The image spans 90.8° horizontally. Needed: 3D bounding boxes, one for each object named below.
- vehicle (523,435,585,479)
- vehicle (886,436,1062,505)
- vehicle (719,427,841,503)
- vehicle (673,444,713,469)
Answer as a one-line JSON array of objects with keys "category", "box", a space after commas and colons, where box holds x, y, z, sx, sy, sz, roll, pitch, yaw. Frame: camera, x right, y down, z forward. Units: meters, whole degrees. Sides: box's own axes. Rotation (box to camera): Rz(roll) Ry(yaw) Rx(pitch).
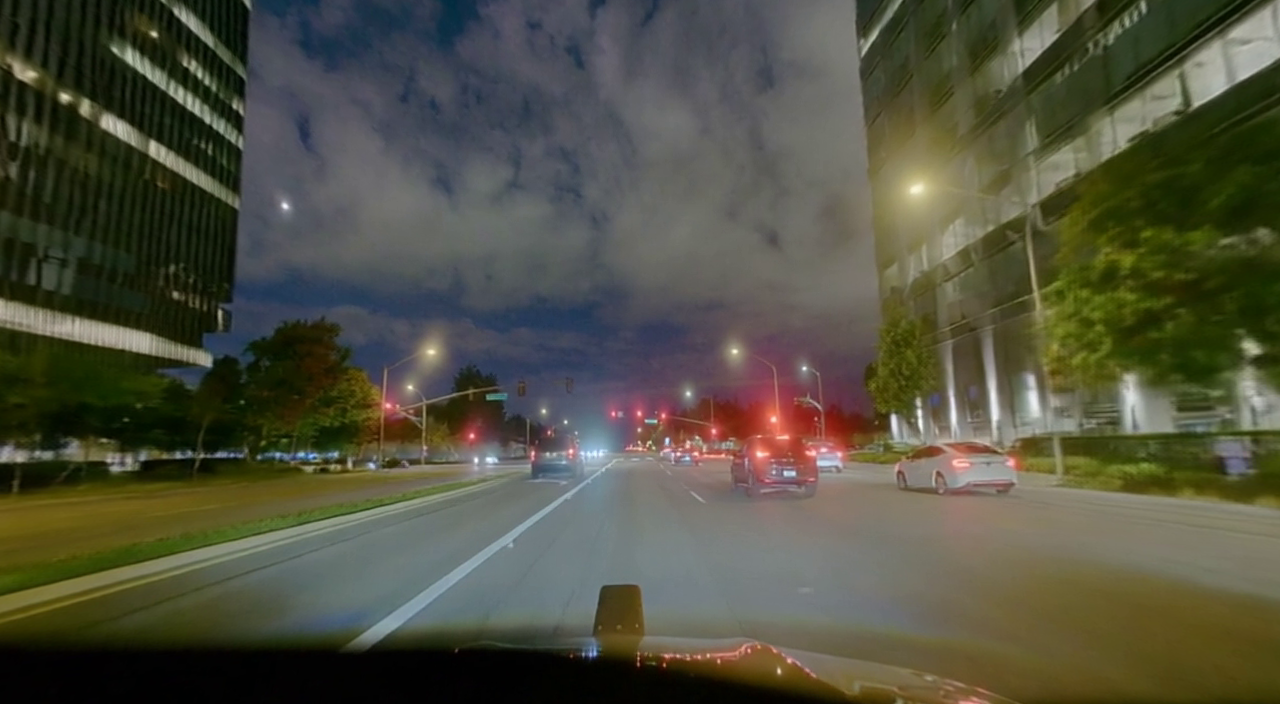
[{"category": "vehicle", "box": [-3.755, 4.678, 28.356, 2.155, 1.797, 3.989, -1, -8, 1]}, {"category": "vehicle", "box": [8.336, 2.980, 16.396, 1.944, 1.503, 4.723, 0, -8, 0]}, {"category": "vehicle", "box": [3.619, 3.025, 17.360, 2.152, 1.742, 4.704, 0, -8, -1]}, {"category": "vehicle", "box": [3.336, 6.686, 40.733, 2.054, 1.473, 4.511, 0, -8, -2]}]
